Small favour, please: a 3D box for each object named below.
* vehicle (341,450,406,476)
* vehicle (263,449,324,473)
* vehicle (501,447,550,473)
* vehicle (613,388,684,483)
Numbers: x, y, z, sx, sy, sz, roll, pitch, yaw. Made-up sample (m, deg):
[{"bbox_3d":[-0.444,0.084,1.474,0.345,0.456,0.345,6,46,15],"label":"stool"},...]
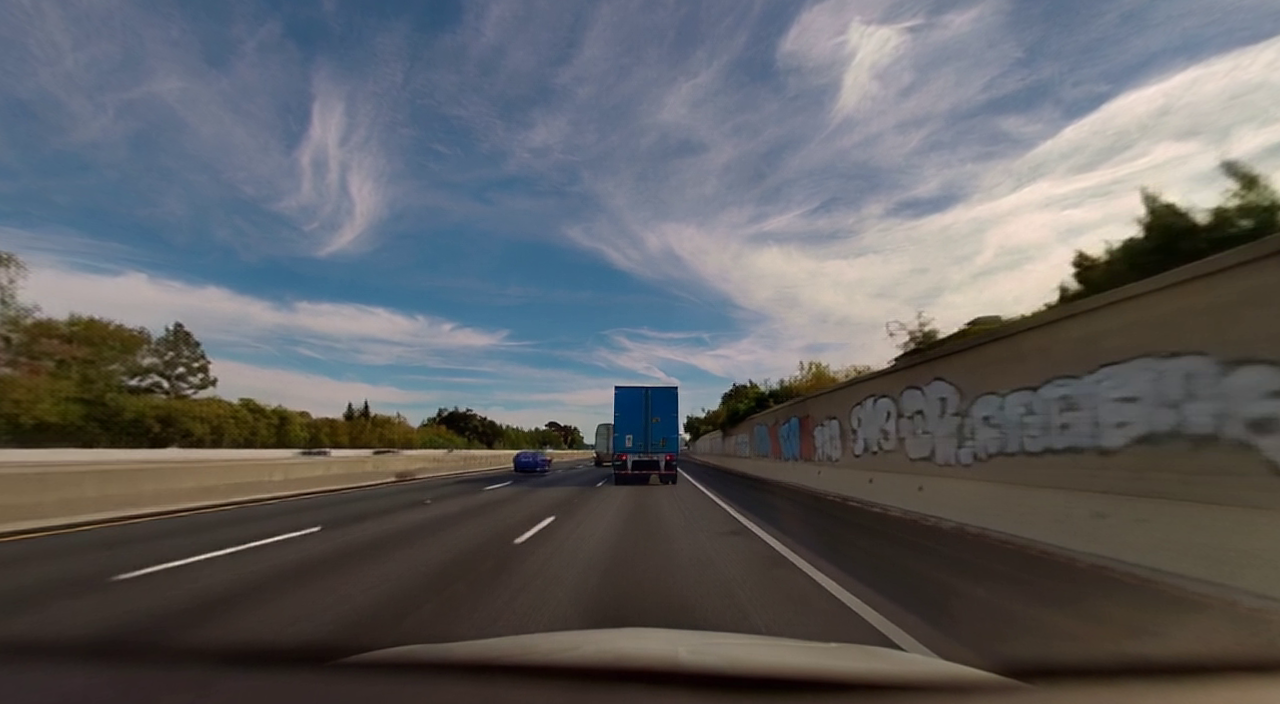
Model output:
[{"bbox_3d":[-16.465,6.849,39.237,1.876,1.520,4.773,0,-9,1],"label":"vehicle"},{"bbox_3d":[-24.258,7.612,44.231,1.874,1.538,4.045,0,-9,2],"label":"vehicle"},{"bbox_3d":[-7.093,6.749,39.607,1.998,1.529,4.850,0,-9,2],"label":"vehicle"},{"bbox_3d":[0.416,4.383,32.471,2.997,4.069,10.871,0,-9,1],"label":"vehicle"}]
